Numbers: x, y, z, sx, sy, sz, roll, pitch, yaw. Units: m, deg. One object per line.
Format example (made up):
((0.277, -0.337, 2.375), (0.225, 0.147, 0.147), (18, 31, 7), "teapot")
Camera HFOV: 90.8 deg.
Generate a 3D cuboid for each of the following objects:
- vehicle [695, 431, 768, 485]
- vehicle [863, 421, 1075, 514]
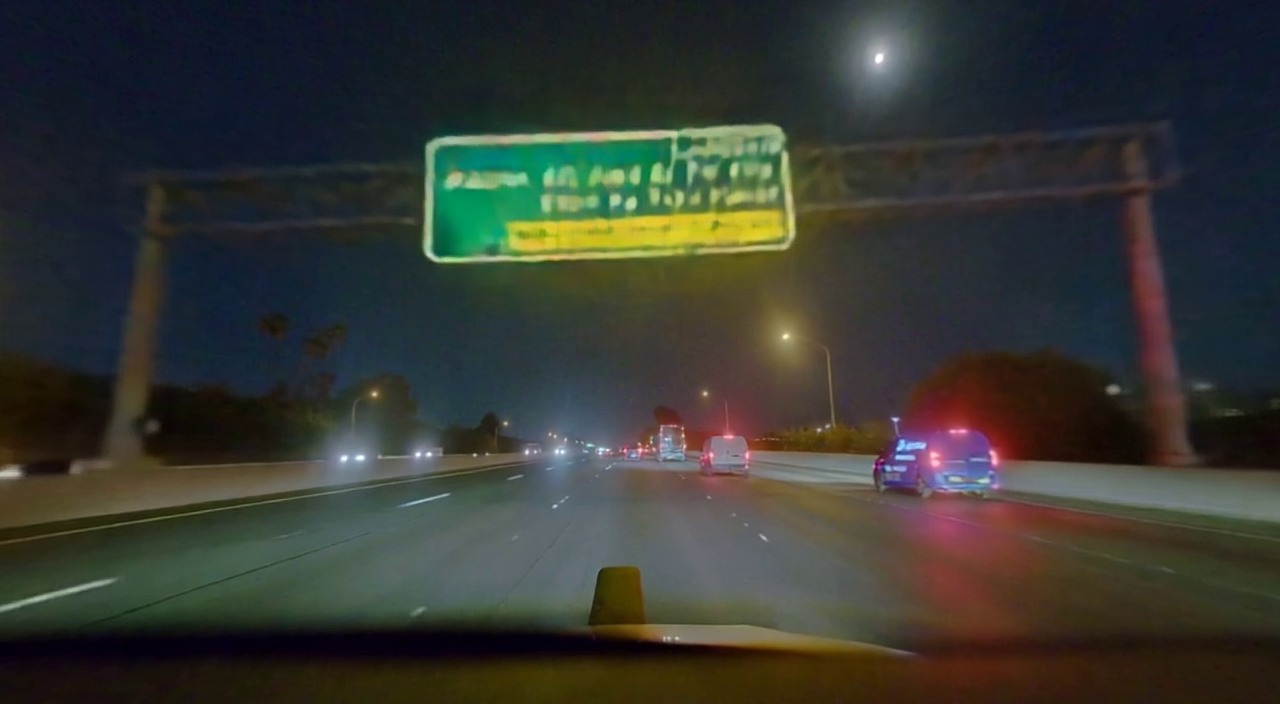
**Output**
((3.494, 4.166, 25.132), (2.035, 1.931, 4.841), (0, -9, -2), "vehicle")
((7.406, 2.658, 15.032), (2.266, 1.799, 4.947), (0, -9, -1), "vehicle")
